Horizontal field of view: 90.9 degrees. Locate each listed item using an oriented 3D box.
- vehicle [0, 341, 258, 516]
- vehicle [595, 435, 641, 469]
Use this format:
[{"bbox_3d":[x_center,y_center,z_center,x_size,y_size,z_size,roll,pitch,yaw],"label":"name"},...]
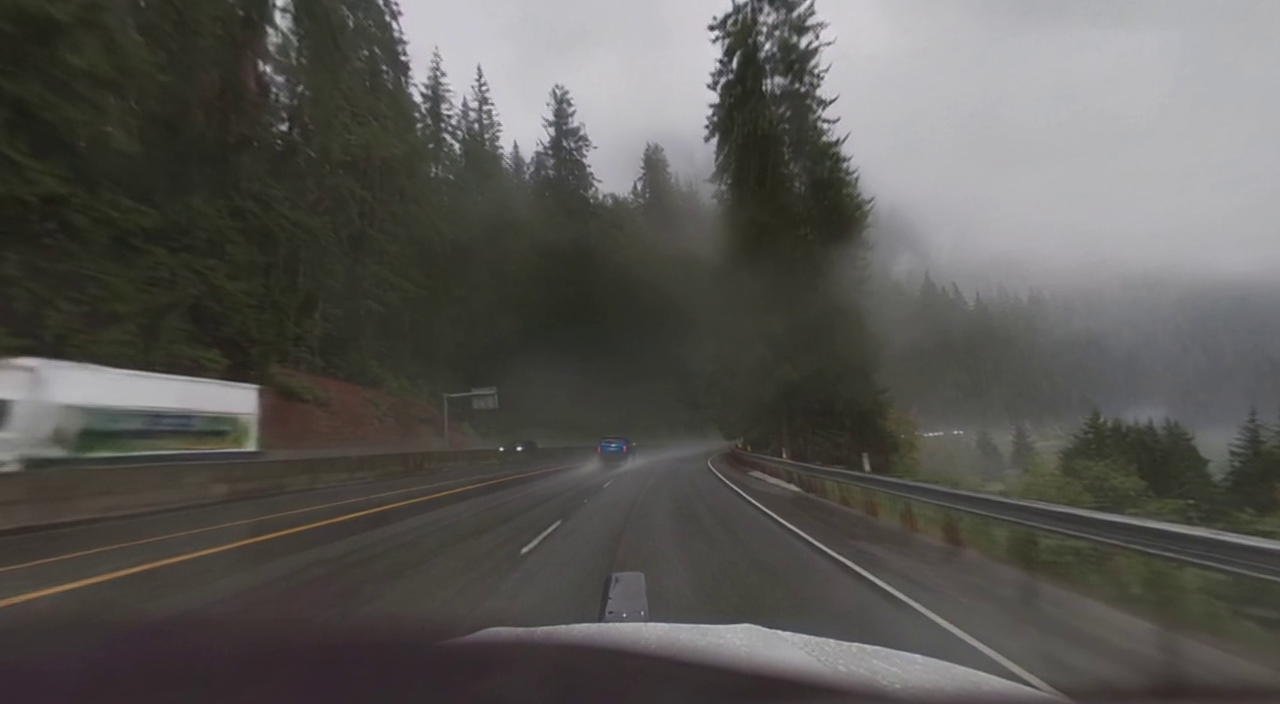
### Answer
[{"bbox_3d":[-17.164,2.563,20.106,3.236,4.237,10.335,-1,-8,1],"label":"vehicle"},{"bbox_3d":[-1.164,5.636,35.639,2.005,1.752,4.479,-1,-8,5],"label":"vehicle"}]
